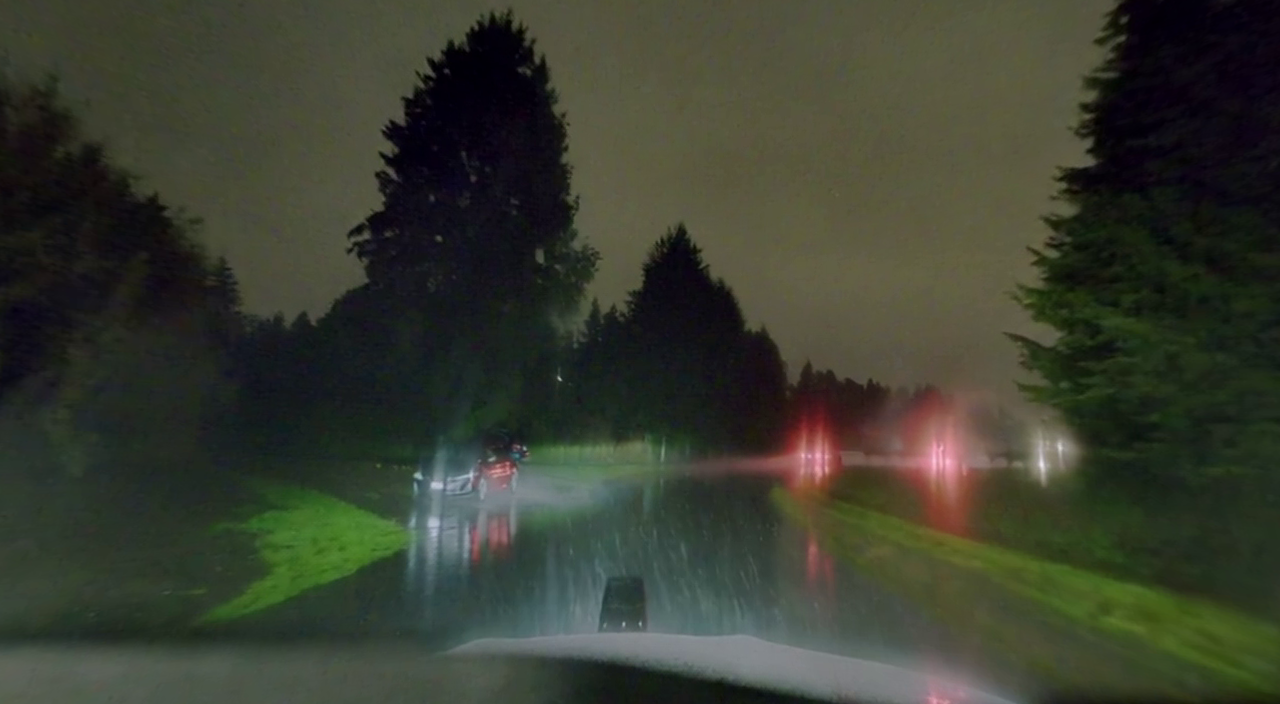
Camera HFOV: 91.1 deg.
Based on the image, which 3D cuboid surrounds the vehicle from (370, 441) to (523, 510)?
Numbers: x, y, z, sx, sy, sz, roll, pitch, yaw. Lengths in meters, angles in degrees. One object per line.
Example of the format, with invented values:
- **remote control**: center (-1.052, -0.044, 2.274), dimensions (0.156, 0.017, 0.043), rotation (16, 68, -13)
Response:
- **vehicle**: center (-4.800, 3.141, 16.535), dimensions (2.166, 1.512, 4.822), rotation (0, -9, 5)
